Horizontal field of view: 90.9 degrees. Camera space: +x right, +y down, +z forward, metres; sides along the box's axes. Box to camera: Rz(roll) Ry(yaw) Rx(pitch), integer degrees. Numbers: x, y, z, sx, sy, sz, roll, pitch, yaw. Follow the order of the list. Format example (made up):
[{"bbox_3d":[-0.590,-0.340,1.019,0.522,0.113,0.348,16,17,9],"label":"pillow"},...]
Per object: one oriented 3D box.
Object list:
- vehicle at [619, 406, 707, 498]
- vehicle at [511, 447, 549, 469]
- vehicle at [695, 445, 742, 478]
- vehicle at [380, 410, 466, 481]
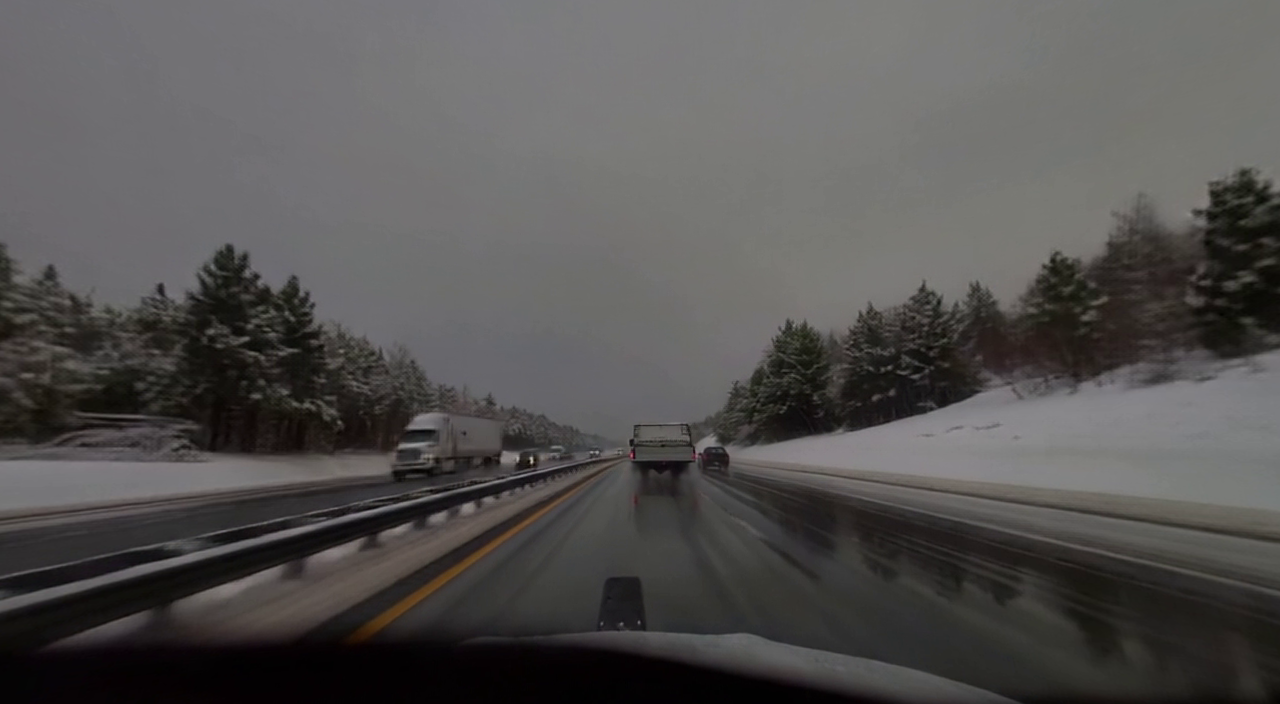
[{"bbox_3d":[0.547,3.155,20.073,2.423,2.517,5.055,0,-9,-2],"label":"vehicle"},{"bbox_3d":[-8.563,8.294,49.504,2.051,1.586,4.739,-1,-9,2],"label":"vehicle"},{"bbox_3d":[3.696,5.214,30.240,1.654,1.441,4.066,0,-9,-1],"label":"vehicle"},{"bbox_3d":[-13.016,5.697,38.410,3.018,3.955,5.802,0,-9,1],"label":"vehicle"}]
